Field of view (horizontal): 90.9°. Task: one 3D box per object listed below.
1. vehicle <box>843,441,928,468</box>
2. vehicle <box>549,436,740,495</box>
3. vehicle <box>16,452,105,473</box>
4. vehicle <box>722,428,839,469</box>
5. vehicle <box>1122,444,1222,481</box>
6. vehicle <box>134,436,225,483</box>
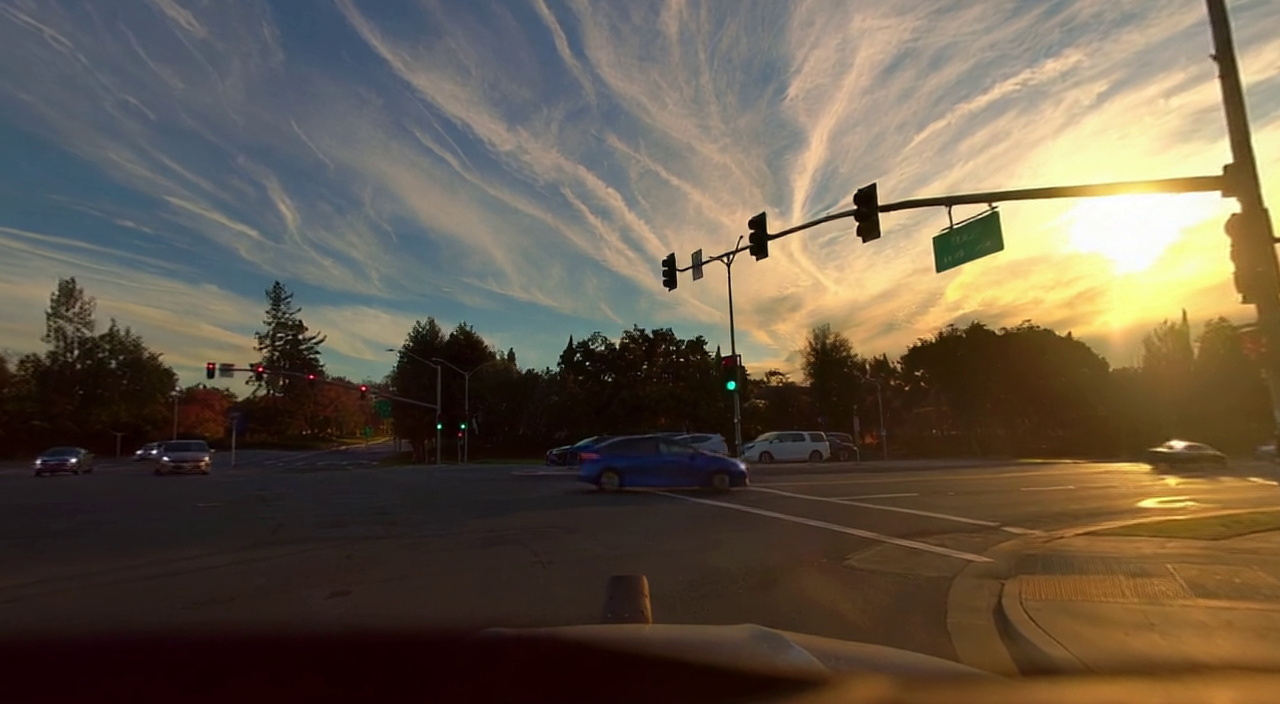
[{"bbox_3d":[13.854,5.765,35.572,4.457,1.429,1.862,4,-9,-26],"label":"vehicle"},{"bbox_3d":[0.147,2.944,16.501,4.686,1.425,2.018,-1,-8,3],"label":"vehicle"},{"bbox_3d":[-42.117,8.019,45.834,4.589,1.462,1.953,-1,-8,2],"label":"vehicle"},{"bbox_3d":[7.298,5.042,32.700,5.791,1.964,2.199,5,-10,-26],"label":"vehicle"},{"bbox_3d":[22.035,4.514,26.058,4.425,1.366,1.865,5,-10,-33],"label":"vehicle"},{"bbox_3d":[-20.134,4.610,27.444,2.450,1.807,5.332,7,-11,-42],"label":"vehicle"}]
